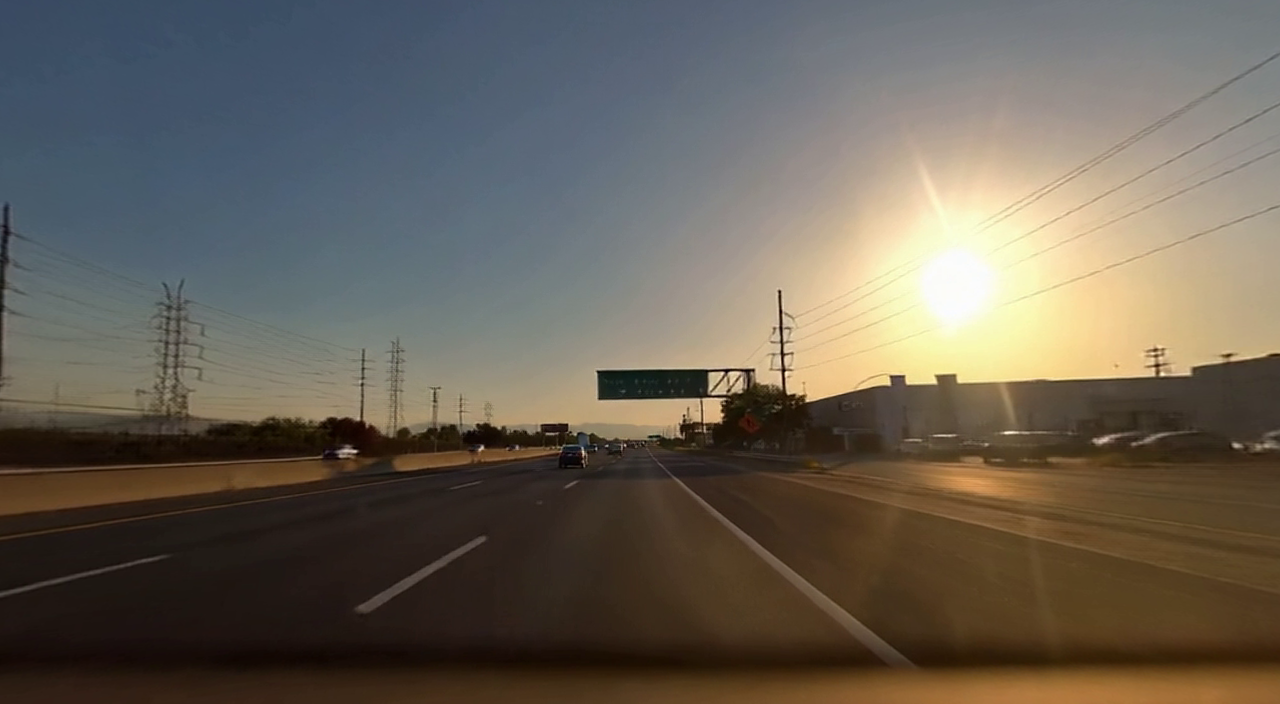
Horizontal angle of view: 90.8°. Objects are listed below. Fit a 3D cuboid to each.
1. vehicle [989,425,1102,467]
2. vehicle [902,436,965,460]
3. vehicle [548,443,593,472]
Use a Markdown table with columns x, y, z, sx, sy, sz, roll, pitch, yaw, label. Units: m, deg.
| x | y | z | sx | sy | sz | roll | pitch | yaw | label |
| --- | --- | --- | --- | --- | --- | --- | --- | --- | --- |
| 19.015 | 4.444 | 29.962 | 2.037 | 1.794 | 4.897 | 0 | -9 | 0 | vehicle |
| 19.076 | 6.289 | 41.291 | 1.826 | 1.487 | 4.419 | 0 | -9 | -3 | vehicle |
| -3.773 | 5.812 | 35.173 | 1.940 | 1.479 | 4.545 | 0 | -9 | 1 | vehicle |
